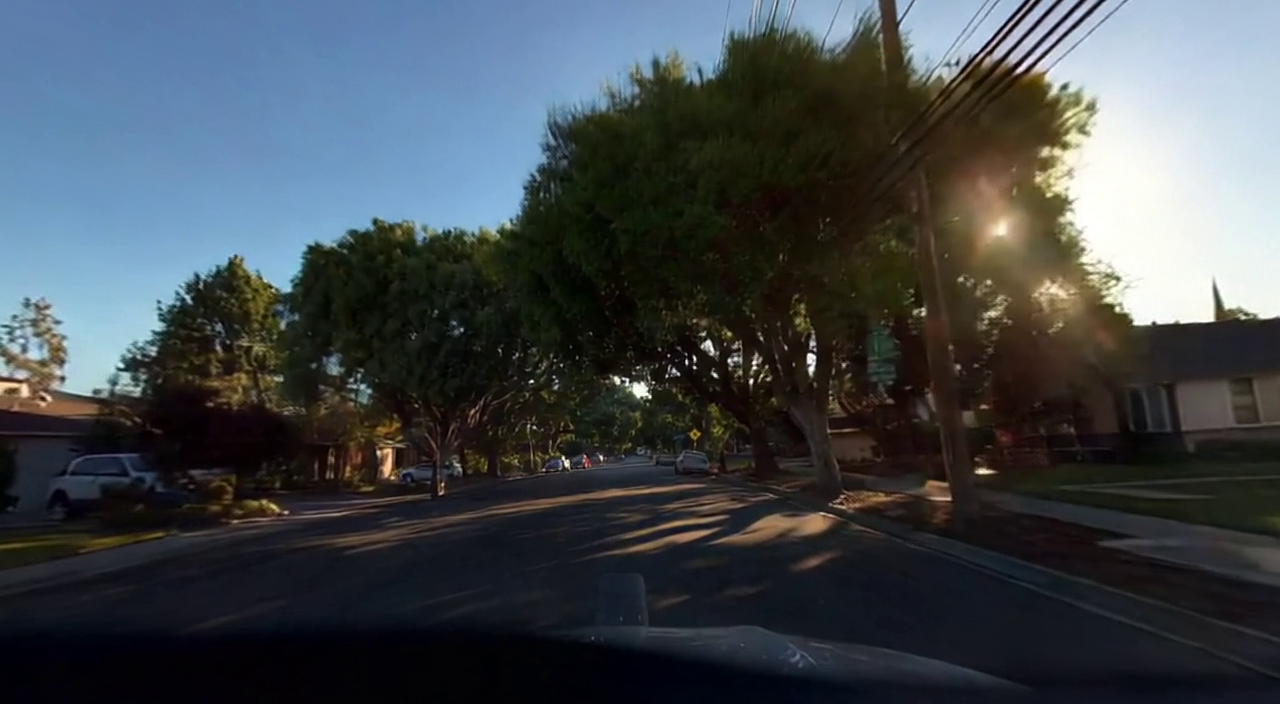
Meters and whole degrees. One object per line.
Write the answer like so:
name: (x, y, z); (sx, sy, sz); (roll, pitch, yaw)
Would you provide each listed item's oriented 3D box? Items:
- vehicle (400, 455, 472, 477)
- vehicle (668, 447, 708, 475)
vehicle: (-14.964, 8.381, 46.578); (4.647, 1.497, 1.970); (0, -9, -2)
vehicle: (3.135, 7.201, 41.843); (2.128, 1.724, 4.492); (0, -9, -2)
